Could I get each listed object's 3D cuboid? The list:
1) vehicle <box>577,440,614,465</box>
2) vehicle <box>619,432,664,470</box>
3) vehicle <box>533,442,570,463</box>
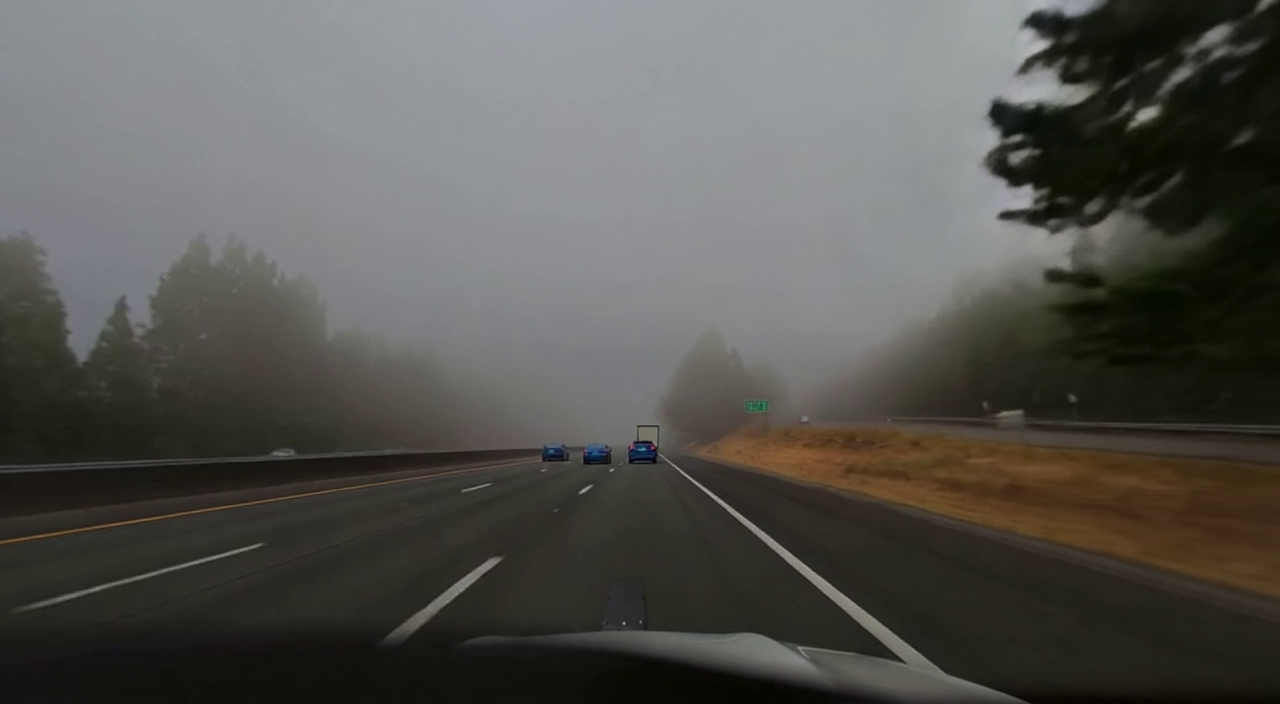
[{"bbox_3d":[-3.024,7.020,44.161,2.139,1.589,5.102,-1,-8,1],"label":"vehicle"},{"bbox_3d":[0.092,5.486,35.166,2.309,1.915,5.130,-1,-8,0],"label":"vehicle"},{"bbox_3d":[-6.626,7.558,47.633,2.009,1.519,4.697,-1,-8,1],"label":"vehicle"}]
